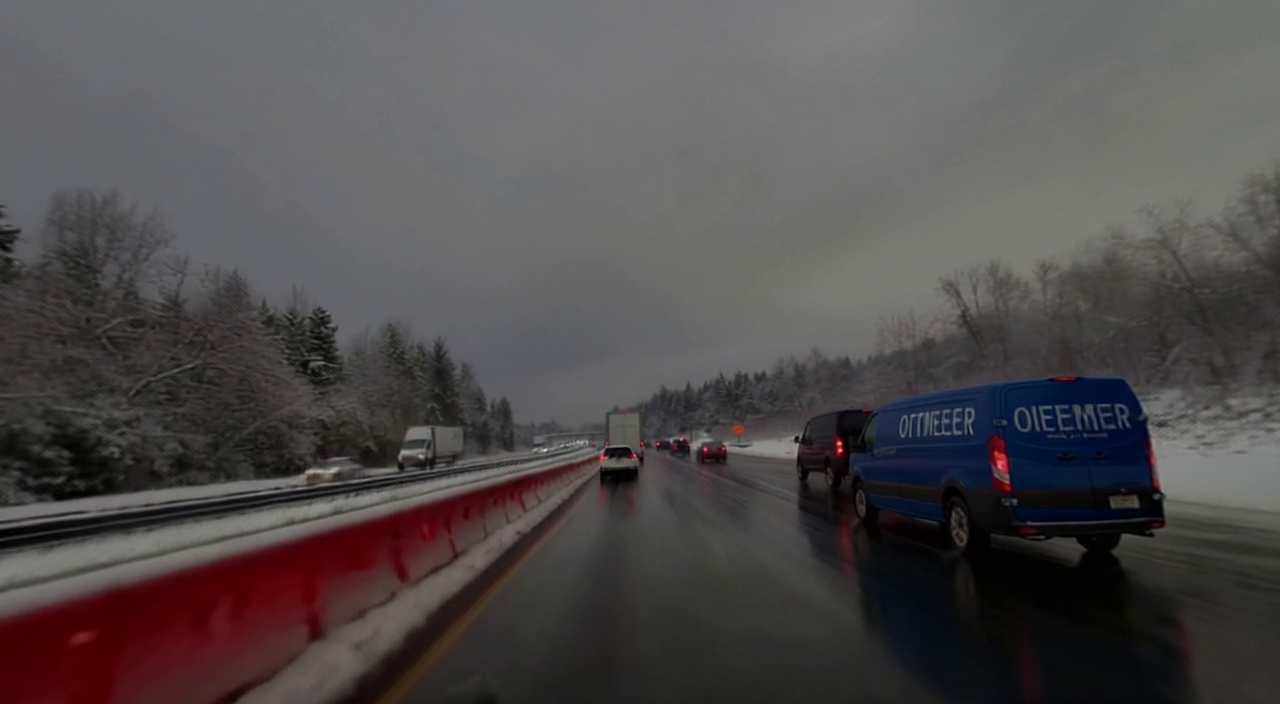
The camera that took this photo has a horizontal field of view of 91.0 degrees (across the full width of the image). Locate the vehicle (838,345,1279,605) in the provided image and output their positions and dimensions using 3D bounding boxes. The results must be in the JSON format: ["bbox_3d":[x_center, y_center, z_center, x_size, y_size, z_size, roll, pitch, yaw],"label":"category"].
[{"bbox_3d":[4.378,1.304,7.513,2.223,2.008,5.121,0,-8,-1],"label":"vehicle"}]

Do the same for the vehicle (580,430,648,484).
[{"bbox_3d":[-0.833,3.498,21.171,2.100,1.636,3.620,0,-8,-1],"label":"vehicle"}]

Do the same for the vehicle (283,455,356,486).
[{"bbox_3d":[-17.919,6.622,35.423,1.805,1.485,4.297,0,-8,0],"label":"vehicle"}]
